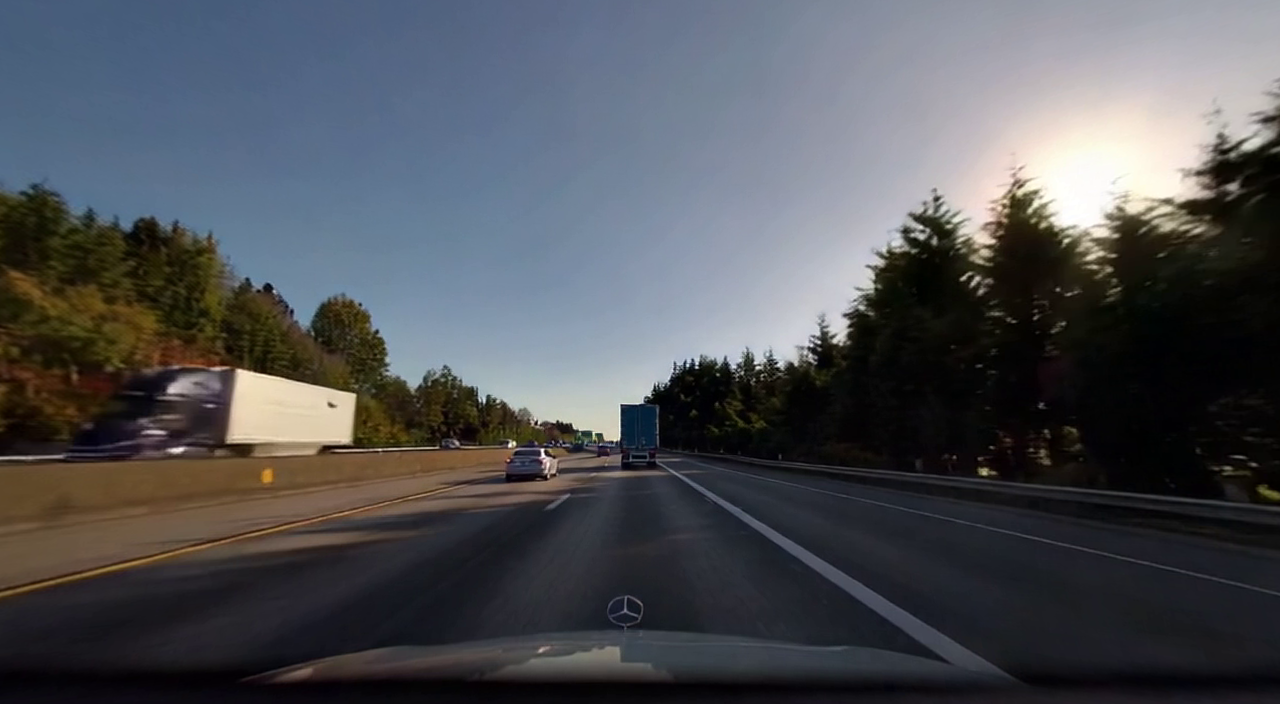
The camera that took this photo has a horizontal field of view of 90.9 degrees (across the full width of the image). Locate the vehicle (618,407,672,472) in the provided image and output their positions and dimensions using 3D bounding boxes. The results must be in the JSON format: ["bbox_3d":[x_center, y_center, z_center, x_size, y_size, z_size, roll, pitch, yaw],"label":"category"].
[{"bbox_3d":[0.134,5.602,40.018,2.893,3.628,9.081,0,-9,-3],"label":"vehicle"}]

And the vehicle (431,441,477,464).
[{"bbox_3d":[-13.050,7.070,44.508,2.020,1.509,4.186,0,-9,0],"label":"vehicle"}]

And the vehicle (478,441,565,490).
[{"bbox_3d":[-4.022,3.973,22.368,2.114,1.523,5.110,0,-9,0],"label":"vehicle"}]
